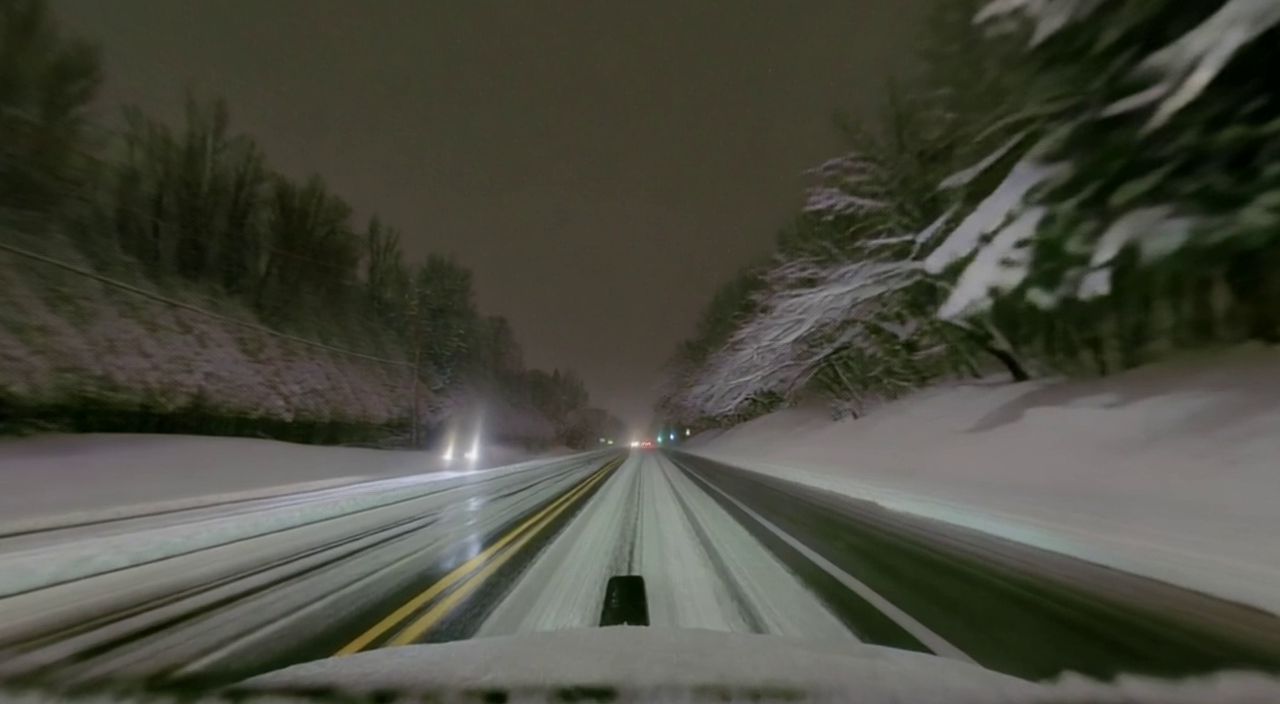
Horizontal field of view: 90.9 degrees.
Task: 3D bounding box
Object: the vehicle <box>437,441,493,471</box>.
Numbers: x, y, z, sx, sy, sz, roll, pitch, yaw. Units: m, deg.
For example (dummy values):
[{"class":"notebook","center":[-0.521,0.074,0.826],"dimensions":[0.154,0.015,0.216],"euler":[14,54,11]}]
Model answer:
[{"class":"vehicle","center":[-10.449,6.246,38.048],"dimensions":[1.953,1.670,4.511],"euler":[-1,-8,2]}]
